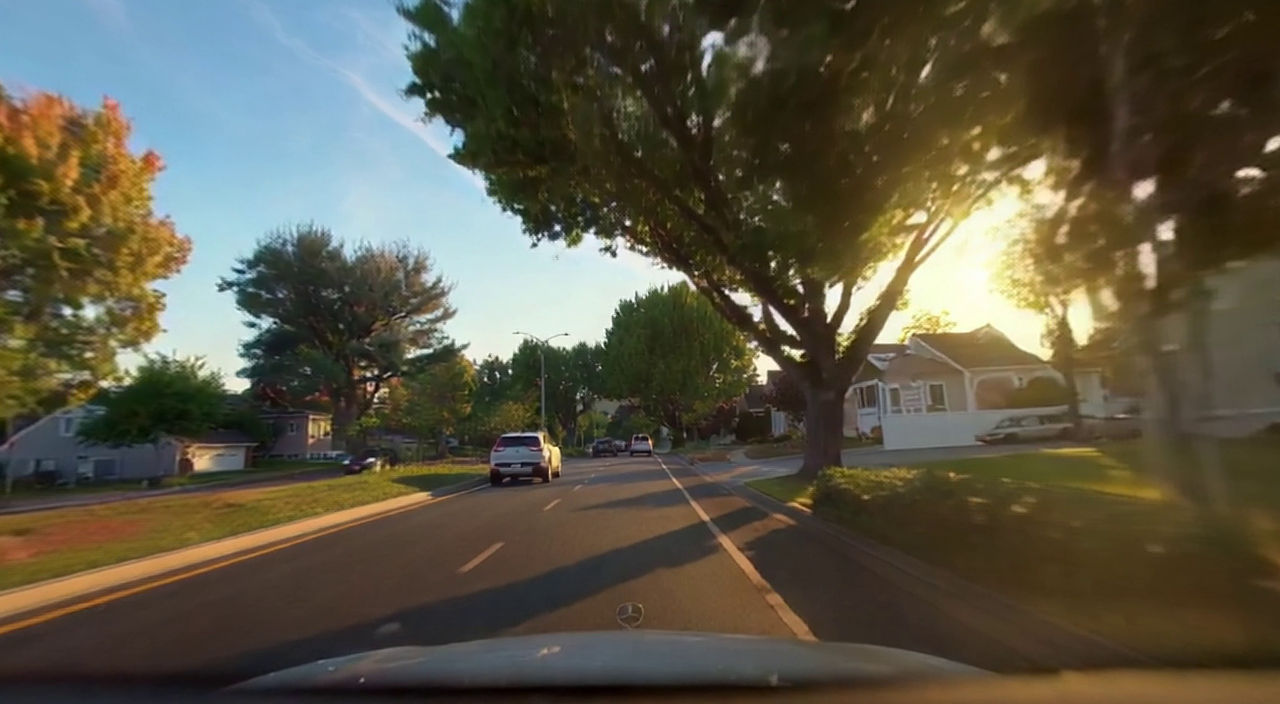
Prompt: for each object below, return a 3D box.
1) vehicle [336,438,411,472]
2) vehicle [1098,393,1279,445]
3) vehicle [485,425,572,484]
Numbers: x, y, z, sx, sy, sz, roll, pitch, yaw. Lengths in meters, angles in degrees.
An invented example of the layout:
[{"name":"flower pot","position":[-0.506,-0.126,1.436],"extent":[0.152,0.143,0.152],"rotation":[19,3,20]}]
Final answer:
[{"name":"vehicle","position":[-15.312,5.945,36.600],"extent":[2.008,1.801,5.285],"rotation":[0,-8,0]},{"name":"vehicle","position":[17.745,2.293,20.778],"extent":[1.939,1.477,5.129],"rotation":[-1,-8,7]},{"name":"vehicle","position":[-3.633,3.440,21.386],"extent":[2.073,1.770,4.302],"rotation":[0,-8,1]}]
